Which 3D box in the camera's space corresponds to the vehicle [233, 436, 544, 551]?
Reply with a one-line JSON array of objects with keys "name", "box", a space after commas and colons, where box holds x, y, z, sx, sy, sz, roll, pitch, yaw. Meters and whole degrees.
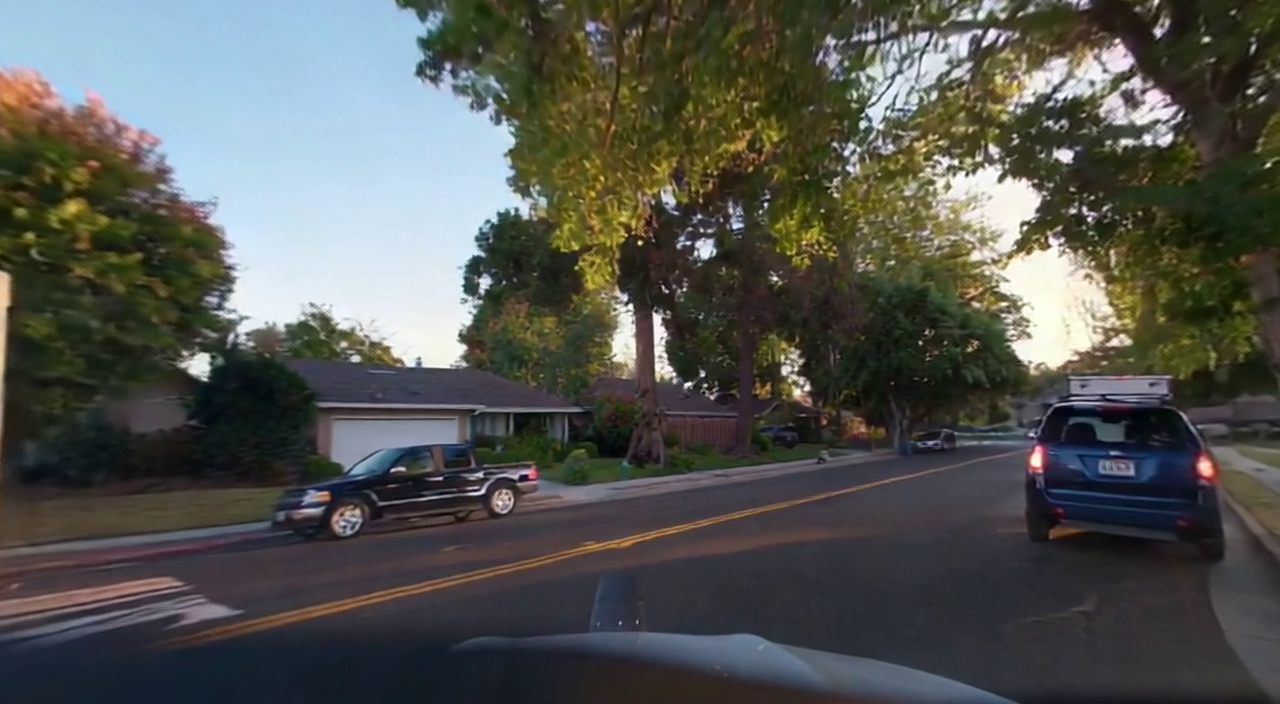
[{"name": "vehicle", "box": [-3.992, 2.210, 10.855, 1.816, 1.489, 4.653, -5, -9, 37]}]

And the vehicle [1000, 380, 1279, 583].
[{"name": "vehicle", "box": [6.662, 1.424, 8.470, 2.182, 1.785, 5.726, -4, -7, 39]}]

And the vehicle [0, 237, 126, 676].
[{"name": "vehicle", "box": [-6.121, 0.467, 2.664, 2.367, 2.618, 5.497, -5, -9, 35]}]
